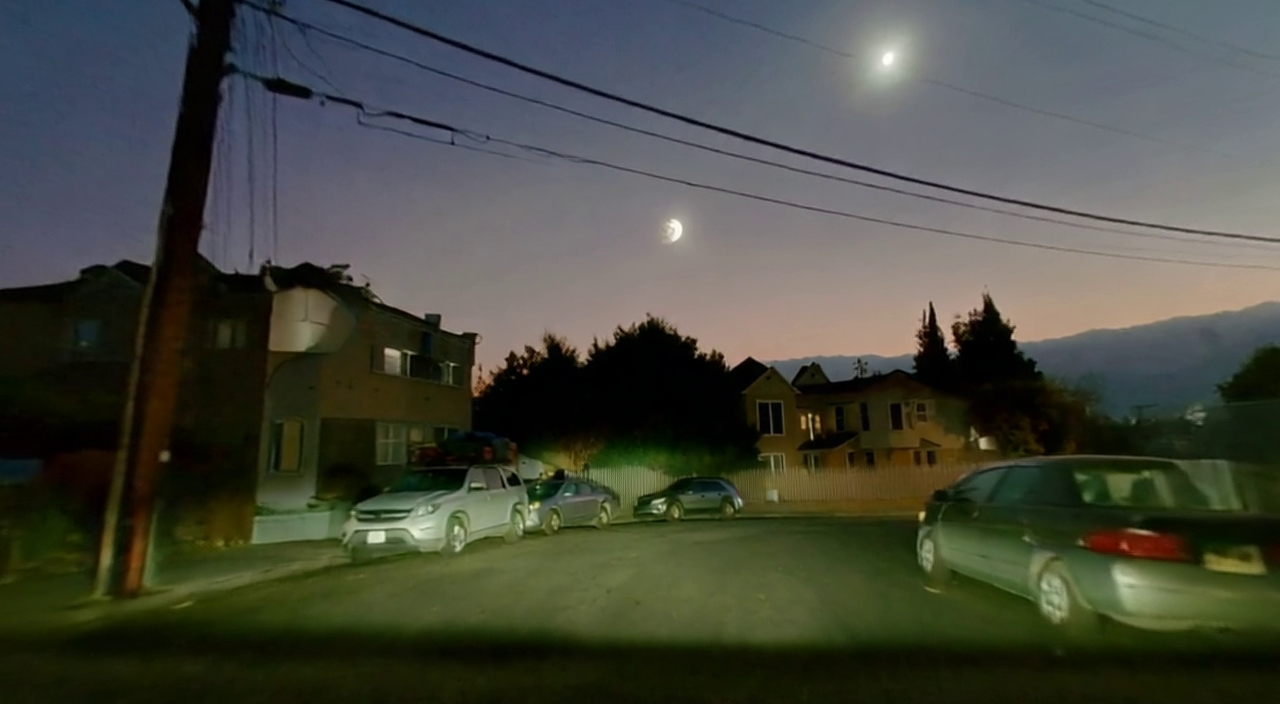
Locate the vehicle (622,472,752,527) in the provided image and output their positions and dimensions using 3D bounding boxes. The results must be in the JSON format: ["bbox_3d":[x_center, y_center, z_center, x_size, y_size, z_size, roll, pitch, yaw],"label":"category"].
[{"bbox_3d":[1.694,5.087,22.218,4.217,1.547,2.082,6,-10,-36],"label":"vehicle"}]

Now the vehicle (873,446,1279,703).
[{"bbox_3d":[3.893,1.576,5.568,1.910,1.477,4.569,0,-8,0],"label":"vehicle"}]

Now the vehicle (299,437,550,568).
[{"bbox_3d":[-3.416,2.649,11.419,2.247,1.702,5.043,-4,-12,7],"label":"vehicle"}]
